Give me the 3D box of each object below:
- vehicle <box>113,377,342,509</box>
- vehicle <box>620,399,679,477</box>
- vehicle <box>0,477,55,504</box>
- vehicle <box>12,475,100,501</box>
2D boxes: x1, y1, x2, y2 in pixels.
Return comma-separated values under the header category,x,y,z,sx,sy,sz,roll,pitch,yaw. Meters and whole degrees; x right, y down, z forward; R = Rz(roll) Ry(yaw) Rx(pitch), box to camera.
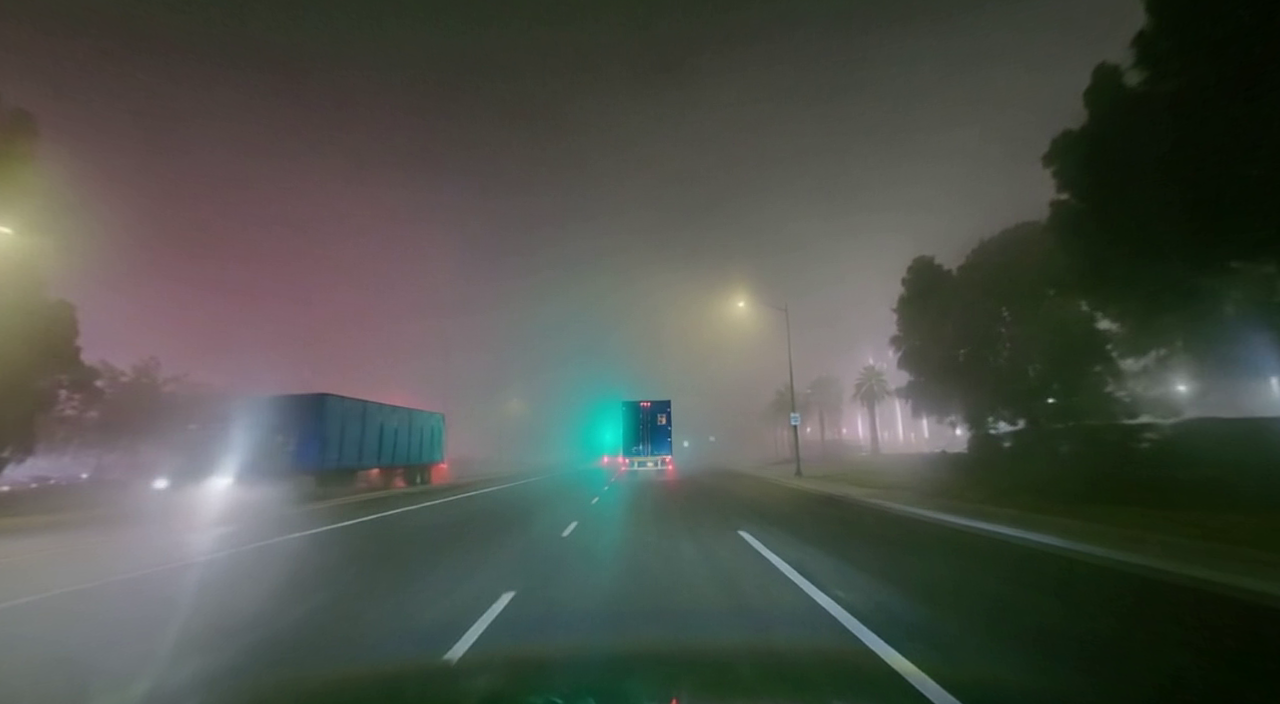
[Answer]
category,x,y,z,sx,sy,sz,roll,pitch,yaw
vehicle,-14.283,3.317,22.796,3.008,3.997,7.313,0,-9,2
vehicle,0.306,5.306,38.039,2.992,3.949,11.815,0,-9,-2
vehicle,-35.621,7.828,35.437,3.477,1.395,1.617,-1,-10,-1
vehicle,-35.537,8.300,38.279,3.601,1.427,1.646,1,-9,-2
